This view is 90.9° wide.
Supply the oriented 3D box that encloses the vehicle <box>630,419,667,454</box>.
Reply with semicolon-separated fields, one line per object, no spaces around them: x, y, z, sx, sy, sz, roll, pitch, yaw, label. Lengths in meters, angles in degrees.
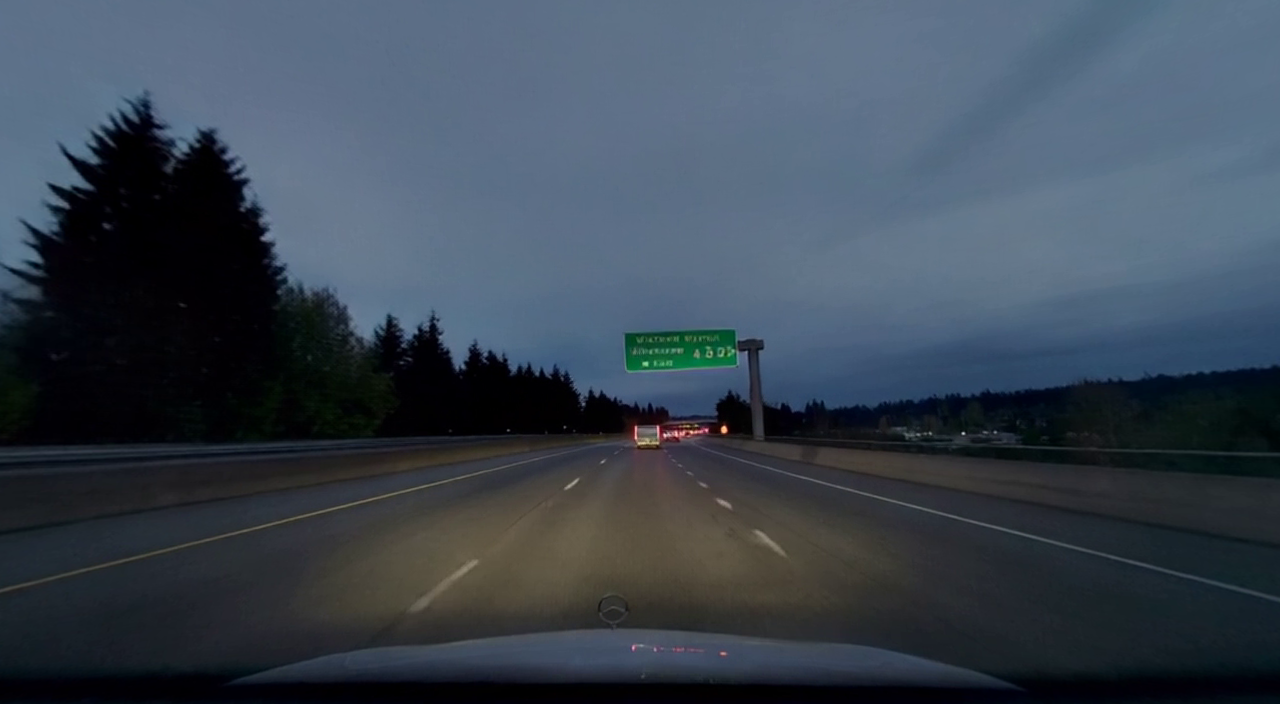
0.577;5.909;44.098;2.450;2.314;4.753;0;-8;1;vehicle
